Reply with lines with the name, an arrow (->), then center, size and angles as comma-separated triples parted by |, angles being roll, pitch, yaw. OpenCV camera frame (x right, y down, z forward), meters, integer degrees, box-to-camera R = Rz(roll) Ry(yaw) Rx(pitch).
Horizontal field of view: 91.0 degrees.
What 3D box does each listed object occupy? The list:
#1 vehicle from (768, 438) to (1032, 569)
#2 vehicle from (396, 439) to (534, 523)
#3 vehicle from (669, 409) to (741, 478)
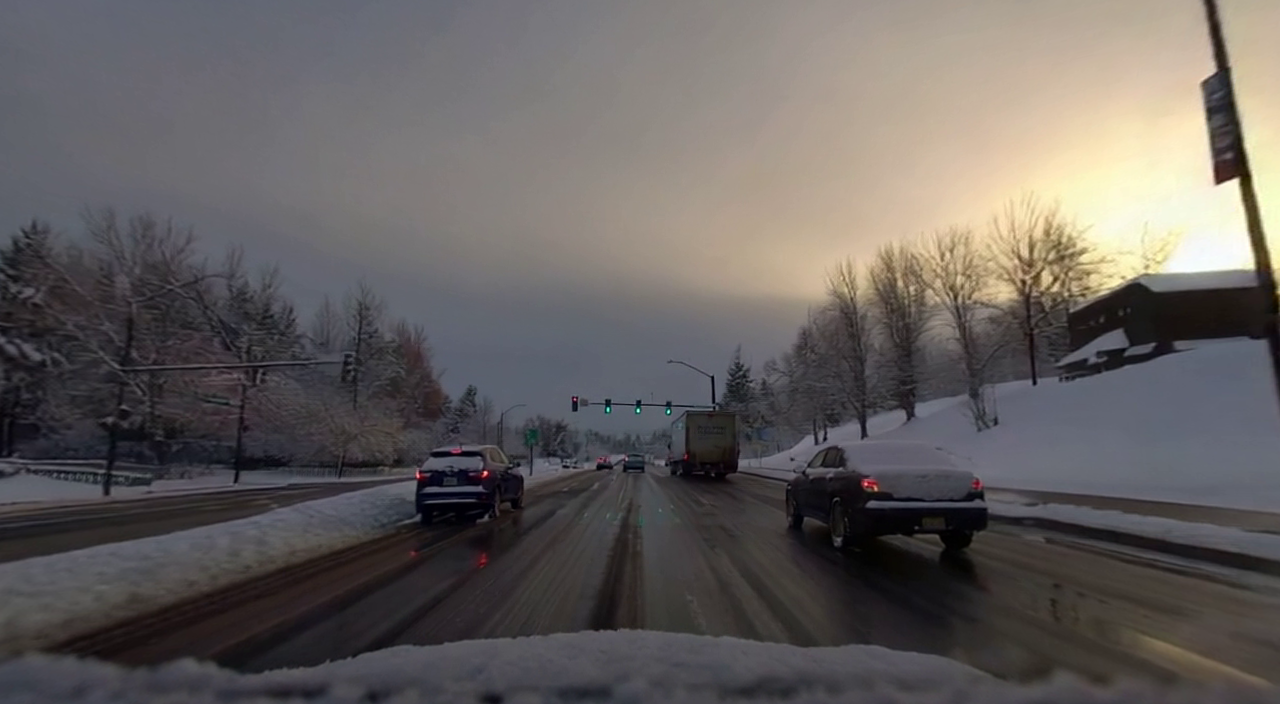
vehicle -> 3.444, 2.088, 9.643 | 1.915, 1.449, 4.970 | 0, -8, 0
vehicle -> -3.637, 2.746, 14.021 | 1.751, 1.540, 4.481 | 0, -8, 1
vehicle -> 3.765, 5.748, 39.544 | 3.003, 3.680, 10.684 | 0, -8, -2
